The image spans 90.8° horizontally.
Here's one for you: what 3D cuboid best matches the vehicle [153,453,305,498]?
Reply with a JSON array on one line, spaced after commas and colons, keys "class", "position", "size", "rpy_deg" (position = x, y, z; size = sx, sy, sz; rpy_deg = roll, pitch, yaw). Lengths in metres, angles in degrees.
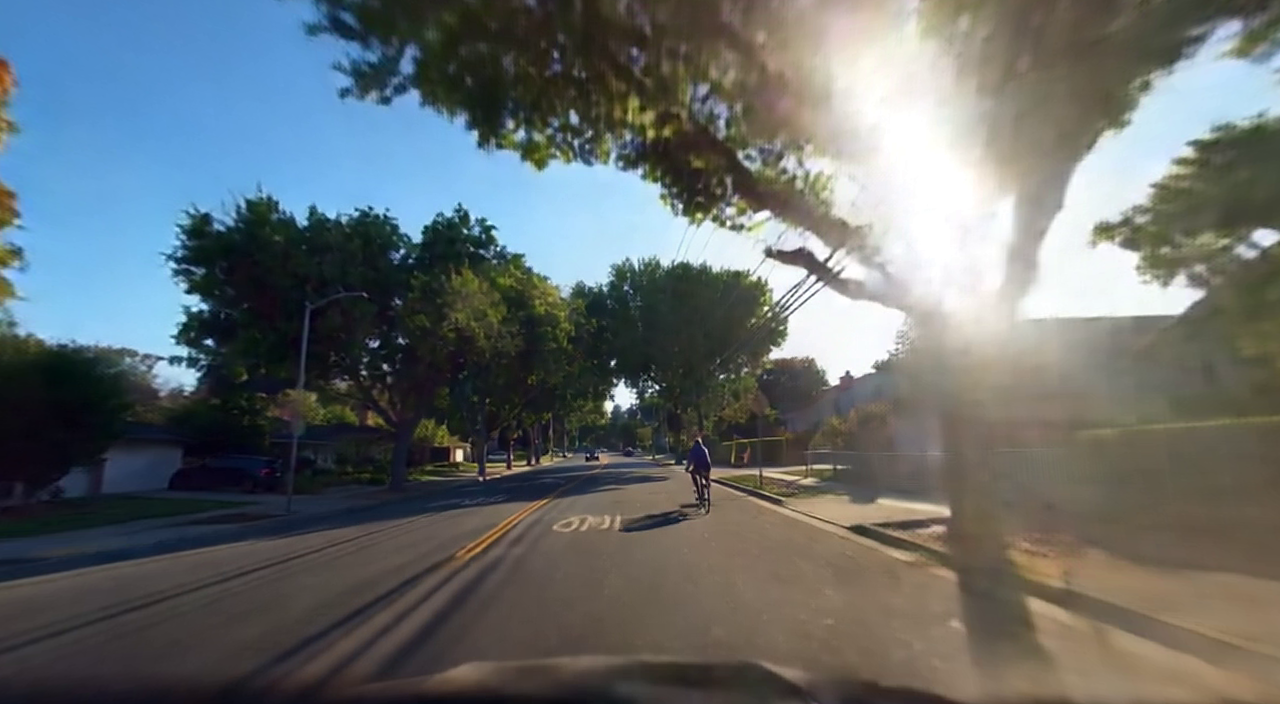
[{"class": "vehicle", "position": [-14.611, 4.392, 22.652], "size": [4.143, 1.480, 1.755], "rpy_deg": [0, -9, -2]}]
